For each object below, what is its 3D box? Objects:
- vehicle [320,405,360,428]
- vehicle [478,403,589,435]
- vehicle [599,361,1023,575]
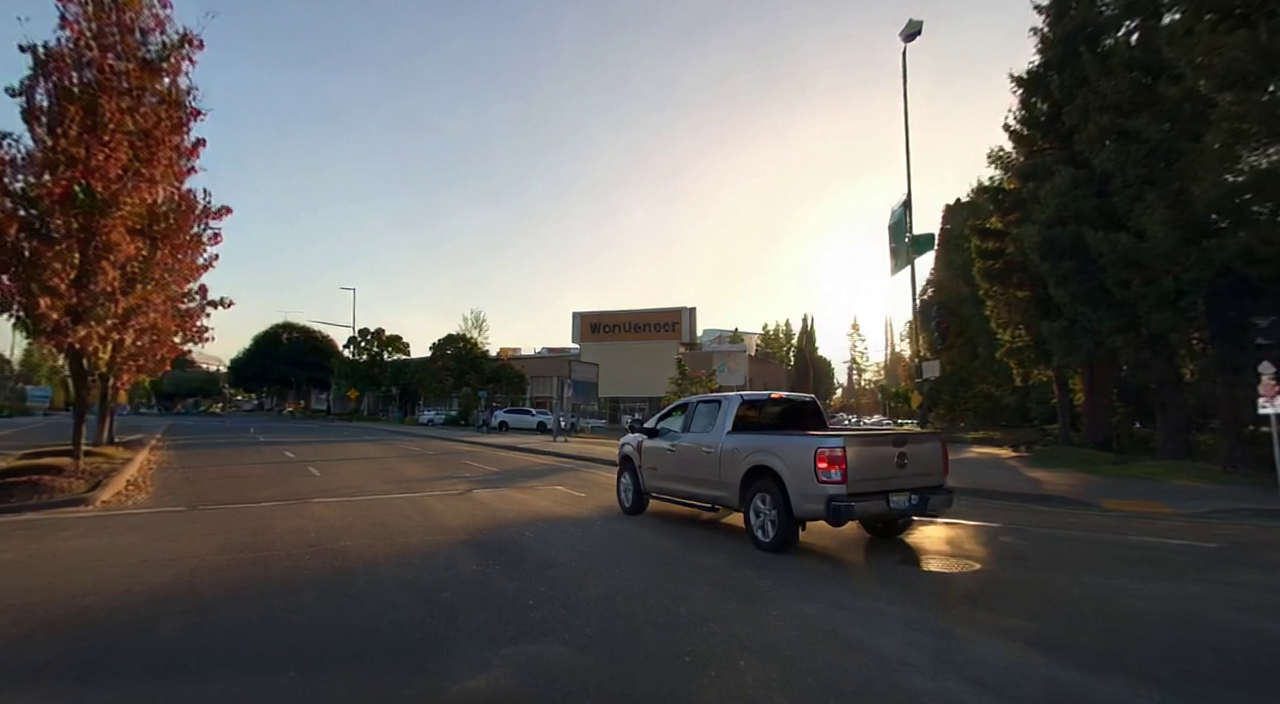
[{"bbox_3d":[-21.666,4.685,45.535,1.842,1.467,4.633,6,-10,-34],"label":"vehicle"},{"bbox_3d":[-7.783,5.002,46.647,7.551,2.142,2.896,5,-8,-35],"label":"vehicle"},{"bbox_3d":[1.696,1.483,8.799,2.402,1.922,5.677,5,-10,-28],"label":"vehicle"}]
